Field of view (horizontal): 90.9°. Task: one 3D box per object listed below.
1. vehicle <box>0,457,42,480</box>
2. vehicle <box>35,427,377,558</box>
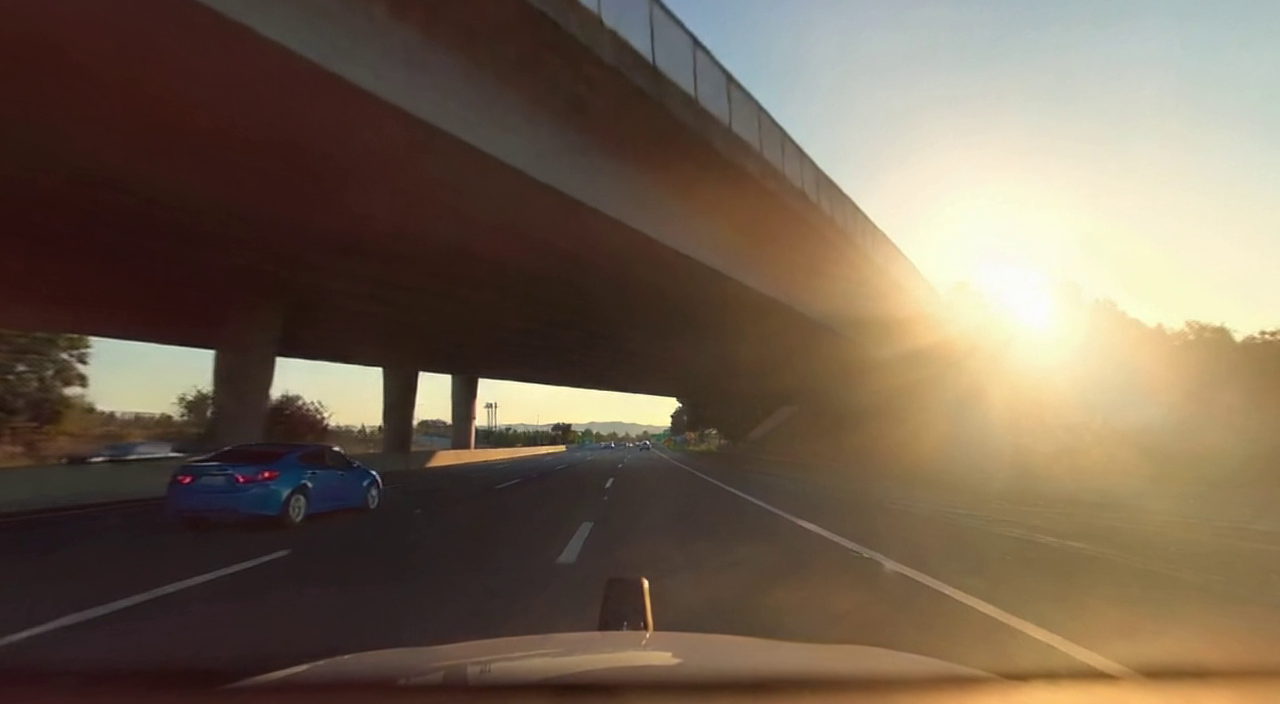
[{"bbox_3d":[-42.687,7.804,42.097,1.716,1.412,3.919,0,-8,-1],"label":"vehicle"},{"bbox_3d":[-6.182,2.031,9.926,2.105,1.551,4.602,0,-8,0],"label":"vehicle"}]
